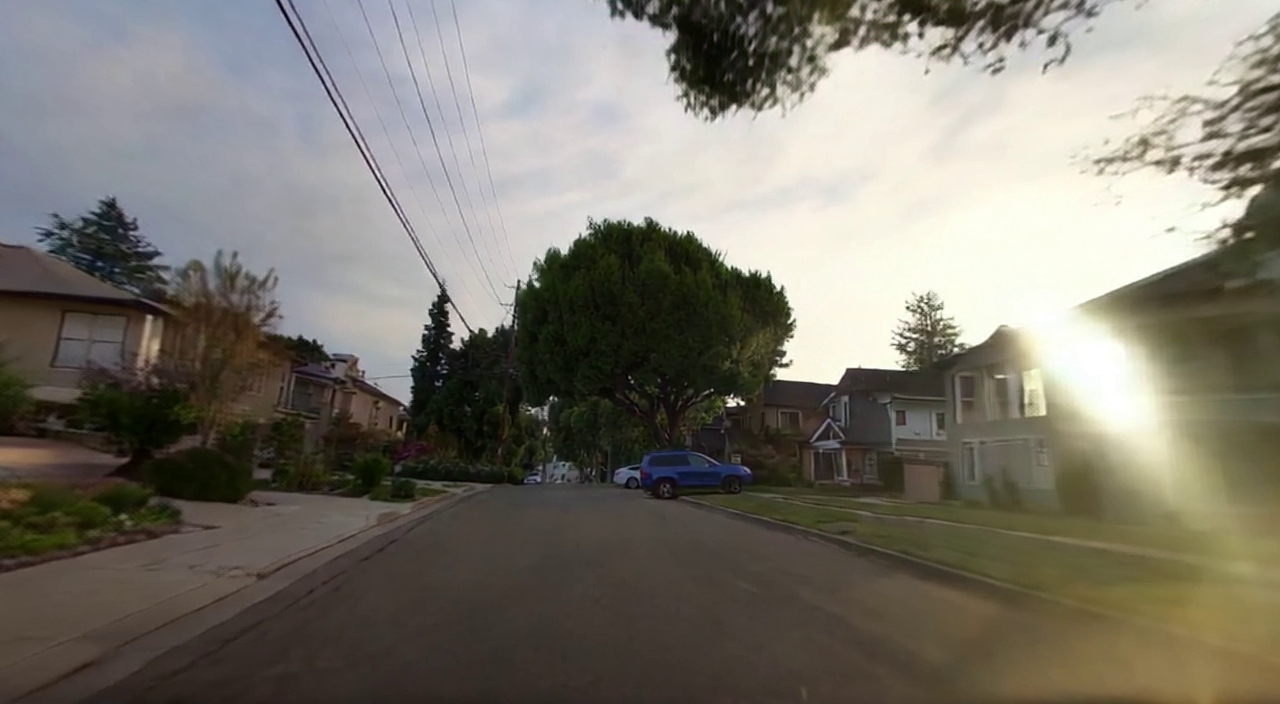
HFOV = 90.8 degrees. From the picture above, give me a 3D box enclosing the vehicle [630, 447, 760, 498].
[{"bbox_3d":[1.951,4.375,23.252,4.413,1.728,1.869,1,-8,-10],"label":"vehicle"}]
